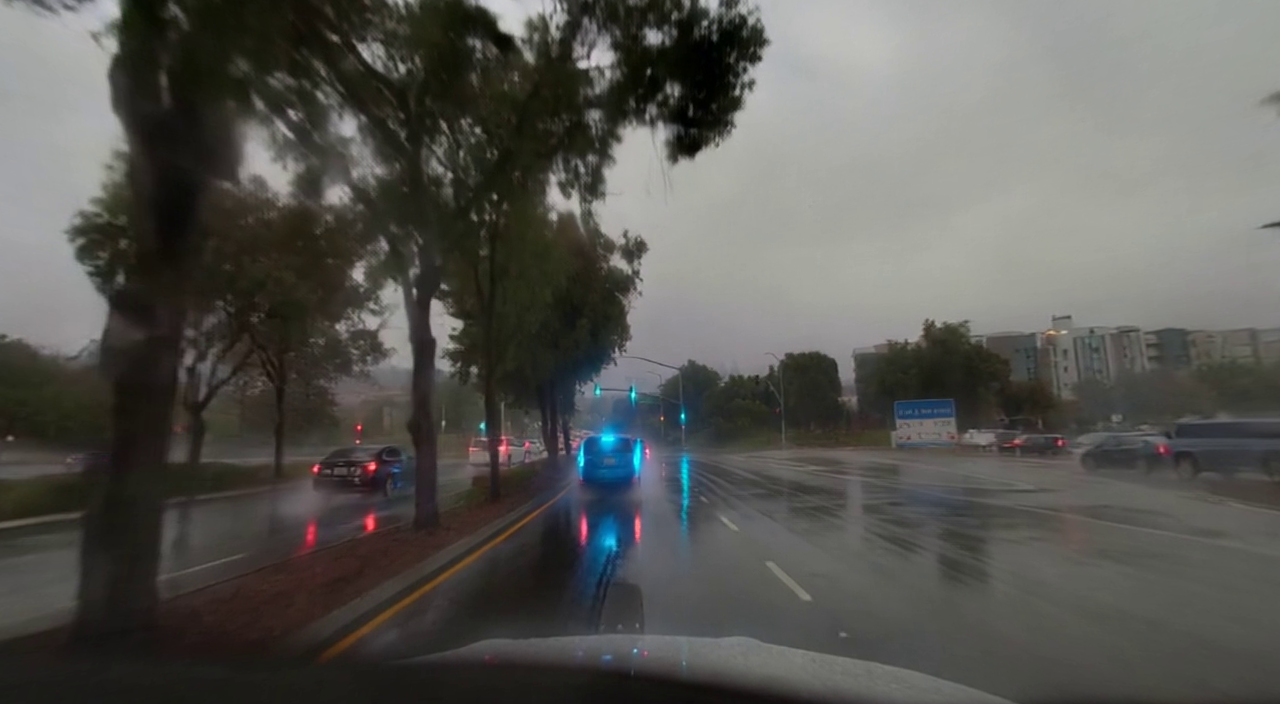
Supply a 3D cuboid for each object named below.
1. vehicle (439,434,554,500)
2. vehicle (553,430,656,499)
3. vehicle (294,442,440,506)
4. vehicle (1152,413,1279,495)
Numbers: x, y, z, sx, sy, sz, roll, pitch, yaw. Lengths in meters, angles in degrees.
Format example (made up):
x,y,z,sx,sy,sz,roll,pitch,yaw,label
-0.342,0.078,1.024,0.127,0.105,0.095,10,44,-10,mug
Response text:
x,y,z,sx,sy,sz,roll,pitch,yaw,label
-3.561,2.953,16.635,1.920,1.480,4.549,0,-9,1,vehicle
-0.789,2.776,15.971,2.231,1.481,4.489,0,-9,0,vehicle
-7.021,3.156,16.844,1.852,1.458,4.422,0,-9,1,vehicle
14.687,2.373,14.881,4.350,1.675,2.245,4,-9,-25,vehicle
